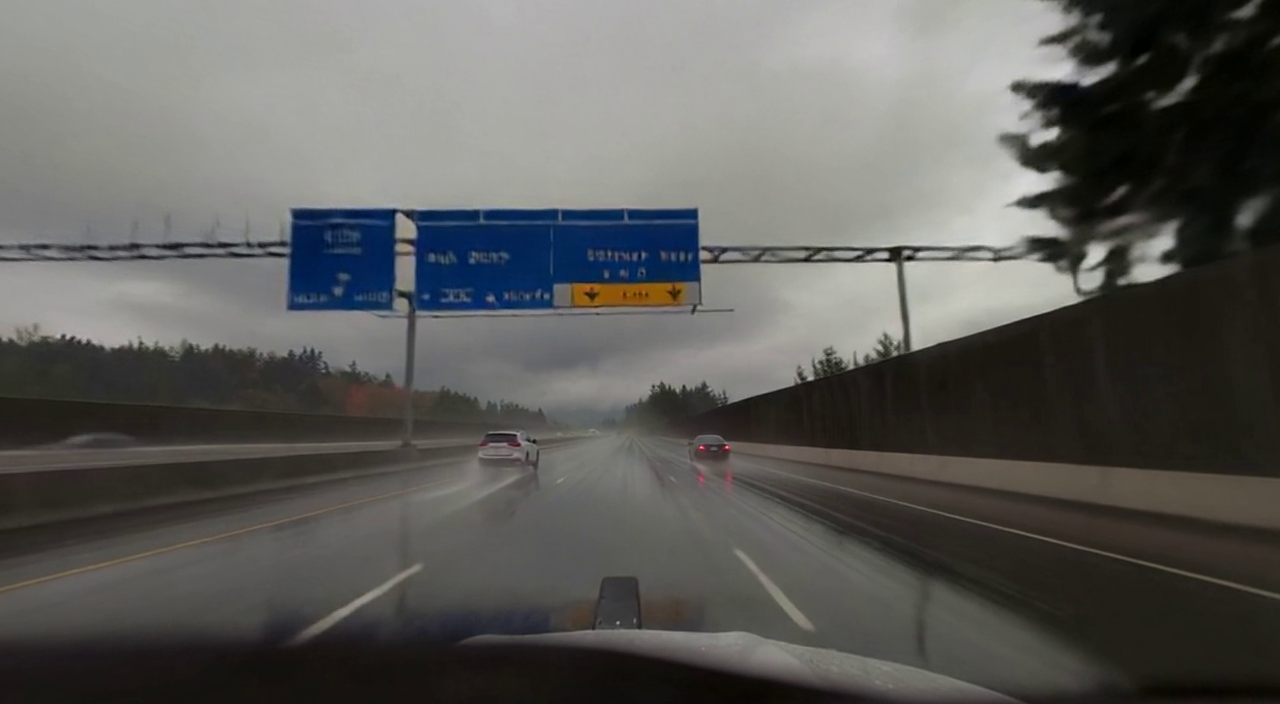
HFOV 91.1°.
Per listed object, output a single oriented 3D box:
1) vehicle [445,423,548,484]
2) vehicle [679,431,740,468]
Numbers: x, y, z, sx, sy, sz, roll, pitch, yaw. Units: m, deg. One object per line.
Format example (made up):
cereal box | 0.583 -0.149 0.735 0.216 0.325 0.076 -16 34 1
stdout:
vehicle | -4.267 3.068 19.437 2.219 1.660 4.153 0 -8 -1
vehicle | 3.031 4.360 28.426 2.077 1.523 4.539 0 -8 -2
